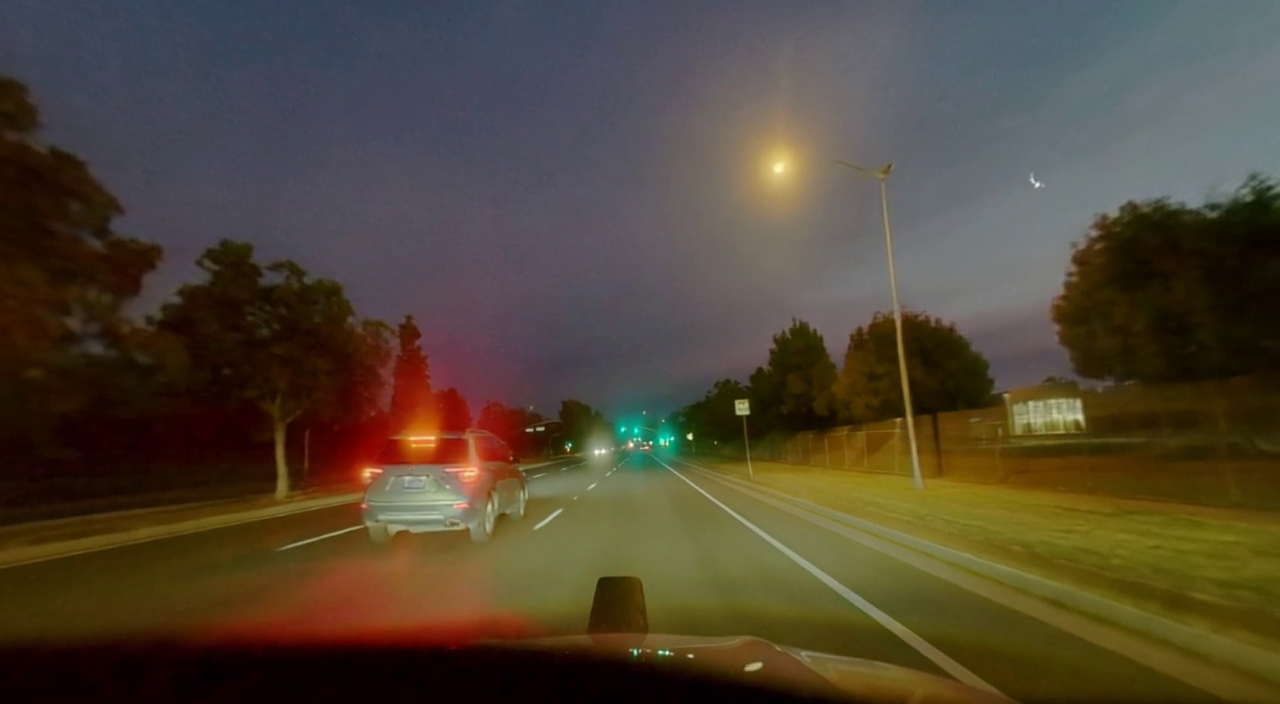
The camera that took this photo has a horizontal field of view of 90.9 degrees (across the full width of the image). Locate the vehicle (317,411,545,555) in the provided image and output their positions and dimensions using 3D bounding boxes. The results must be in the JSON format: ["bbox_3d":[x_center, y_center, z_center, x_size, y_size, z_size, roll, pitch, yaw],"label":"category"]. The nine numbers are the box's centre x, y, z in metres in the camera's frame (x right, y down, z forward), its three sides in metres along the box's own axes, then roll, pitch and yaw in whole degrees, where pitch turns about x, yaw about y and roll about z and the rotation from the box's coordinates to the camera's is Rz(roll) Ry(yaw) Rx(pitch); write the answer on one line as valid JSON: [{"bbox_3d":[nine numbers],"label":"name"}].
[{"bbox_3d":[-3.092,2.058,10.651,2.160,1.855,4.695,0,-8,1],"label":"vehicle"}]
